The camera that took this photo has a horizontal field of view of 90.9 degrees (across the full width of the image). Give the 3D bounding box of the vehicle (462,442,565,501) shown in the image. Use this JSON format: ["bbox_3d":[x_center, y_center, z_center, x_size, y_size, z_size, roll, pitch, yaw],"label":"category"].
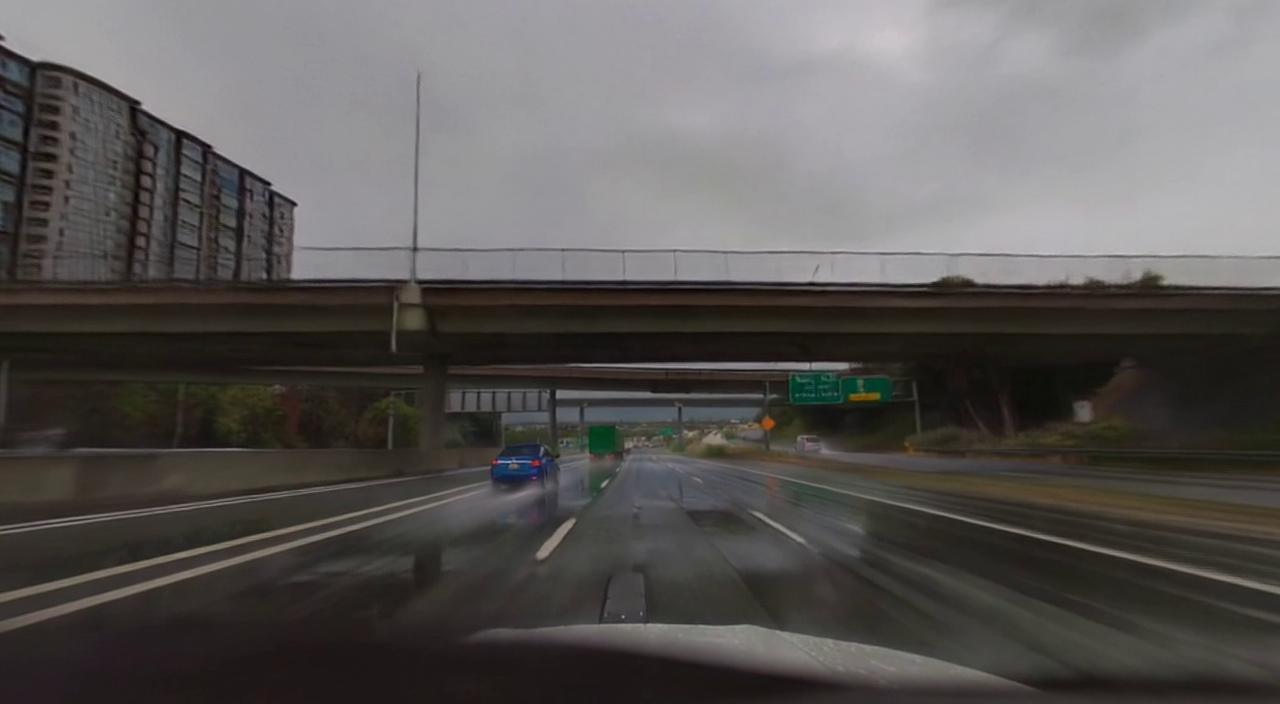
[{"bbox_3d":[-3.551,3.448,18.589,2.039,1.478,4.483,0,-9,1],"label":"vehicle"}]

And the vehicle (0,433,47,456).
[{"bbox_3d":[-42.642,6.240,42.399,1.669,1.458,3.793,1,-9,0],"label":"vehicle"}]
